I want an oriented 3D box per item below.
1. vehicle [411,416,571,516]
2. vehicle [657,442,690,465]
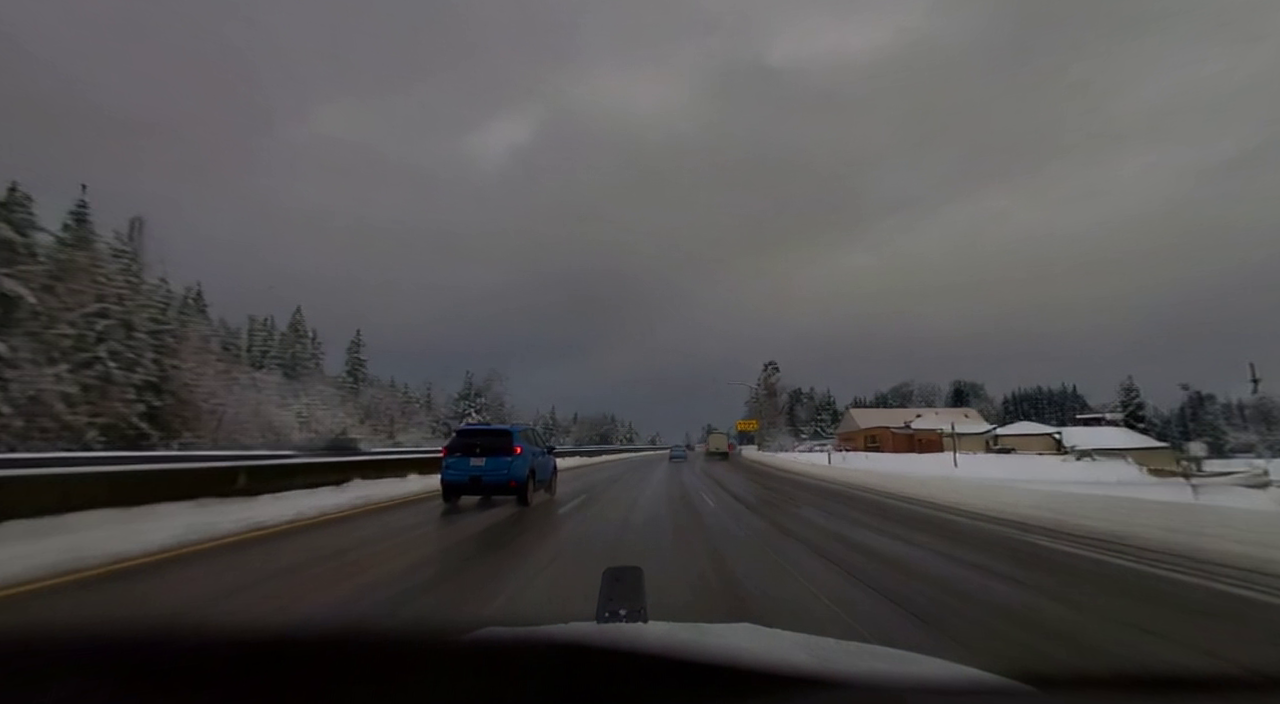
[{"bbox_3d":[-3.025,2.469,14.097,2.185,1.823,4.854,0,-9,2],"label":"vehicle"},{"bbox_3d":[2.356,6.983,43.418,2.158,1.458,3.656,-1,-9,4],"label":"vehicle"}]
